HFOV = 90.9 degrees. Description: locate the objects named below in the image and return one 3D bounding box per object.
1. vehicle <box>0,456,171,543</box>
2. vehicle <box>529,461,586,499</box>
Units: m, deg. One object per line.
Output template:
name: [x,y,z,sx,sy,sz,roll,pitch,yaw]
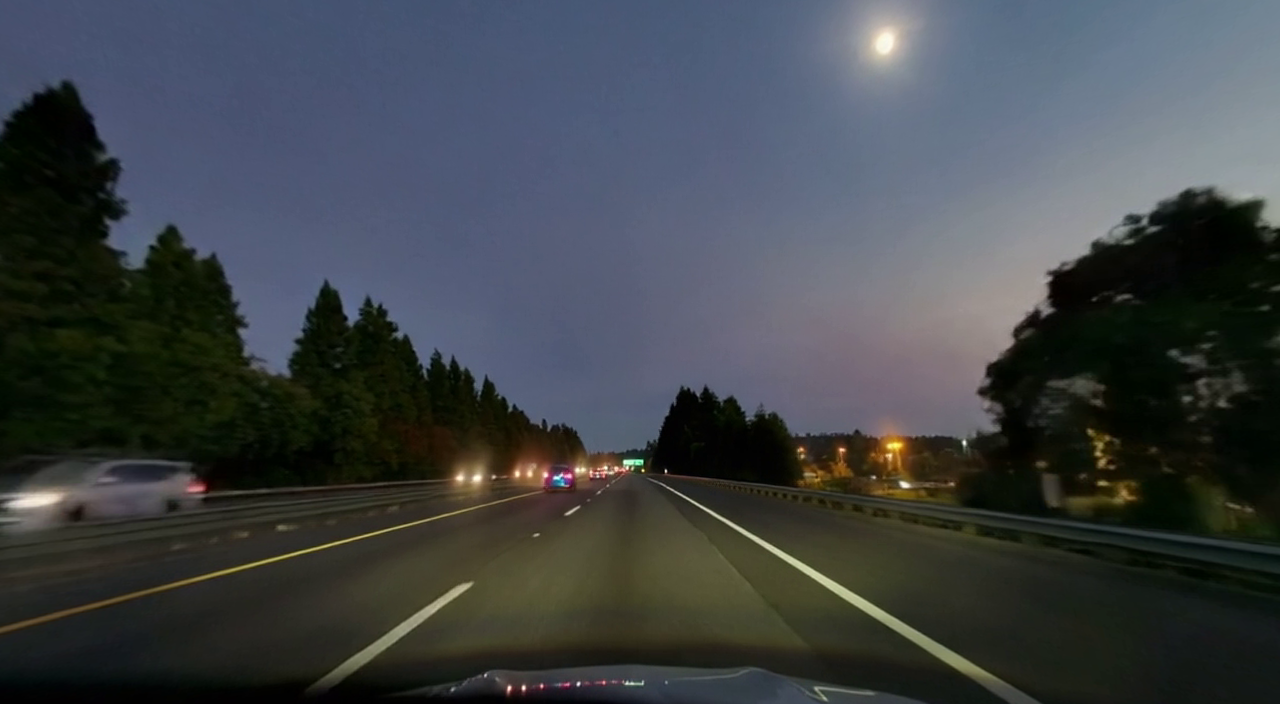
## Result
vehicle: [-12.434,2.959,13.033,2.012,1.522,4.405,1,-10,0]
vehicle: [-3.768,5.965,29.653,2.068,1.592,4.479,1,-10,0]
